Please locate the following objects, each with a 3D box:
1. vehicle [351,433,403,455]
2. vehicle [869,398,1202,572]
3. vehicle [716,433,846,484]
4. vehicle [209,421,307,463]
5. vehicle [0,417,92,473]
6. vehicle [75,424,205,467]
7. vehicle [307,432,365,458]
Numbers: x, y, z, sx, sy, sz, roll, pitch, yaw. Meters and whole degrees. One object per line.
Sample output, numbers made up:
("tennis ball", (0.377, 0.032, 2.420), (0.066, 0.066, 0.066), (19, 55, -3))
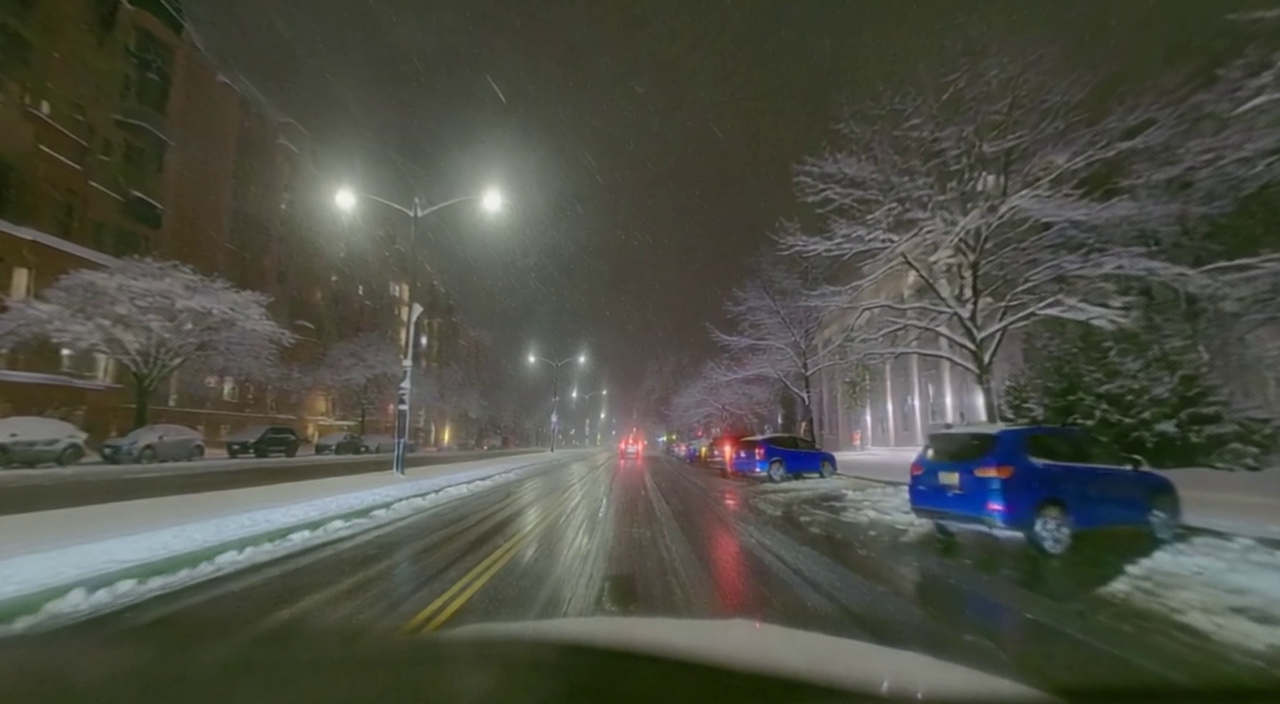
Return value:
("vehicle", (-19.059, 6.722, 45.816), (1.811, 1.502, 4.639), (0, -8, -1))
("vehicle", (5.000, 1.507, 7.859), (3.995, 1.604, 1.973), (5, -10, -34))
("vehicle", (4.683, 3.435, 20.686), (4.047, 1.497, 1.898), (5, -10, -35))
("vehicle", (-19.055, 4.517, 31.682), (1.972, 1.839, 4.553), (3, -8, 1))
("vehicle", (-19.023, 2.810, 19.003), (1.729, 1.566, 3.462), (-1, -8, 1))
("vehicle", (-19.057, 3.591, 24.243), (1.822, 1.506, 3.809), (-1, -8, 1))
("vehicle", (-19.097, 5.855, 39.703), (1.807, 1.501, 4.134), (0, -8, -3))
